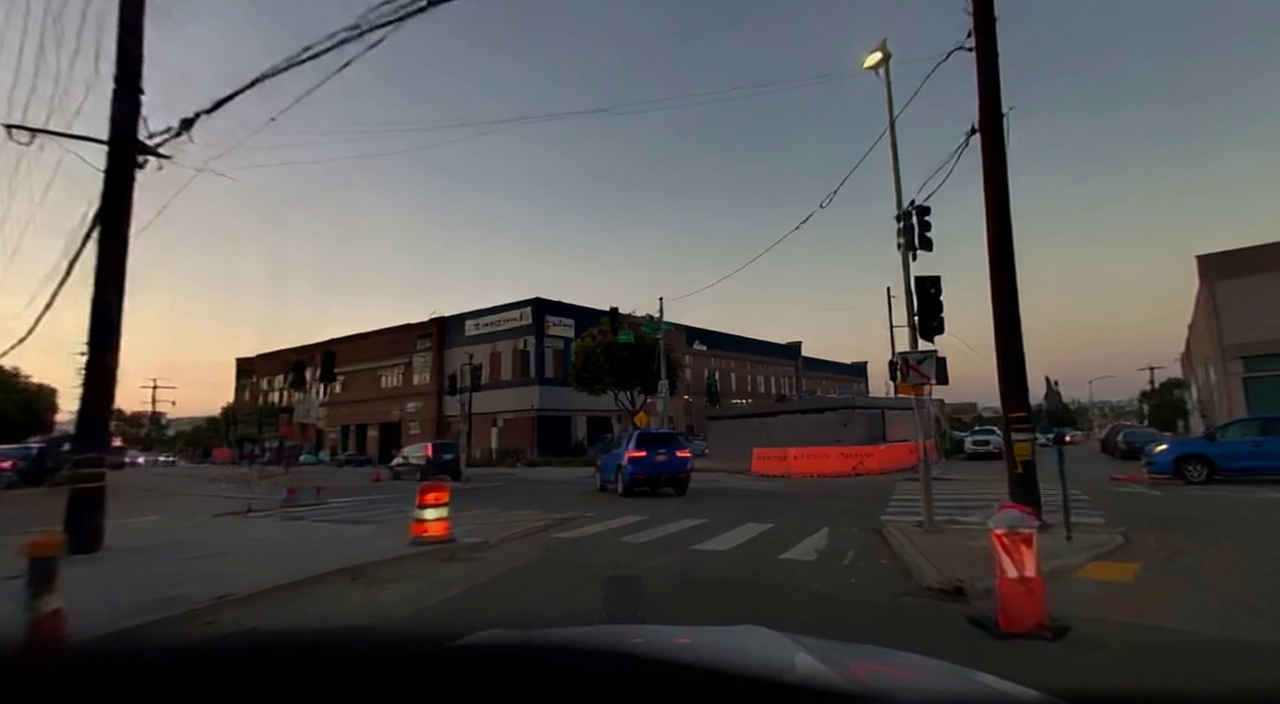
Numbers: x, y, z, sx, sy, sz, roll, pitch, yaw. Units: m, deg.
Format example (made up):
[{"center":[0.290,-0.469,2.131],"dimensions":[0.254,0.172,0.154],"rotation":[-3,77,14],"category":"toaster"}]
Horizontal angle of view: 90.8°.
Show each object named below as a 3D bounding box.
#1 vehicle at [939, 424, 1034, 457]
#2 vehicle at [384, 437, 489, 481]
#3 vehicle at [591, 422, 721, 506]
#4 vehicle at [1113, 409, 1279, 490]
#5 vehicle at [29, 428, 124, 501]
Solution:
[{"center":[18.986,4.877,34.663],"dimensions":[4.382,1.688,1.937],"rotation":[-6,-10,32],"category":"vehicle"},{"center":[-9.904,5.104,30.509],"dimensions":[5.548,1.911,2.206],"rotation":[-8,-11,40],"category":"vehicle"},{"center":[0.196,2.885,16.788],"dimensions":[2.256,1.859,5.118],"rotation":[1,-9,-12],"category":"vehicle"},{"center":[14.780,2.351,15.305],"dimensions":[4.740,1.802,2.249],"rotation":[-4,-9,20],"category":"vehicle"},{"center":[-22.599,4.456,25.526],"dimensions":[1.959,2.654,4.078],"rotation":[5,-10,-31],"category":"vehicle"}]
